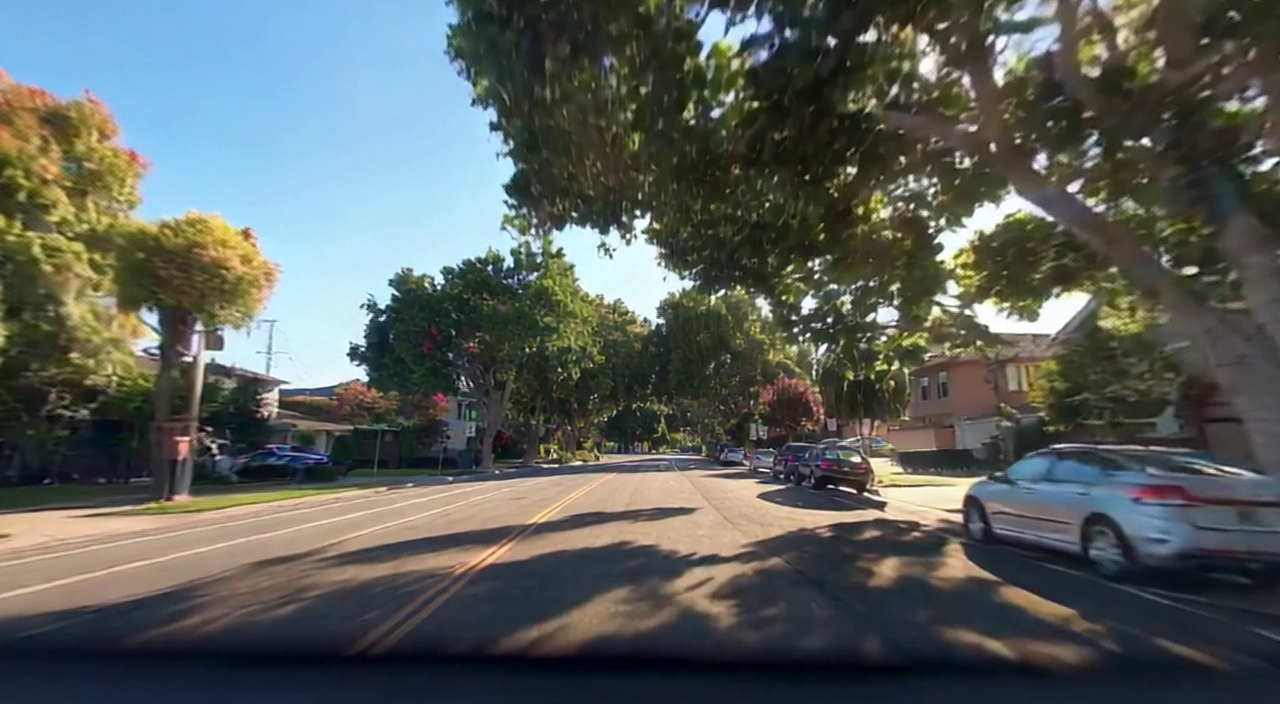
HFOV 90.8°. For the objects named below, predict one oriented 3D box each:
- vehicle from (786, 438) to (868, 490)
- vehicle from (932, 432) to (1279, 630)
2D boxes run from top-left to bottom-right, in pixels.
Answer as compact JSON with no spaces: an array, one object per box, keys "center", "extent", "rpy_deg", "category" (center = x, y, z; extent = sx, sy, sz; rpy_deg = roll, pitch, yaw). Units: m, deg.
[{"center":[6.495,3.915,22.404],"extent":[1.798,1.669,3.626],"rpy_deg":[0,-9,0],"category":"vehicle"},{"center":[5.547,1.729,7.309],"extent":[2.085,1.485,4.932],"rpy_deg":[0,-9,2],"category":"vehicle"}]
